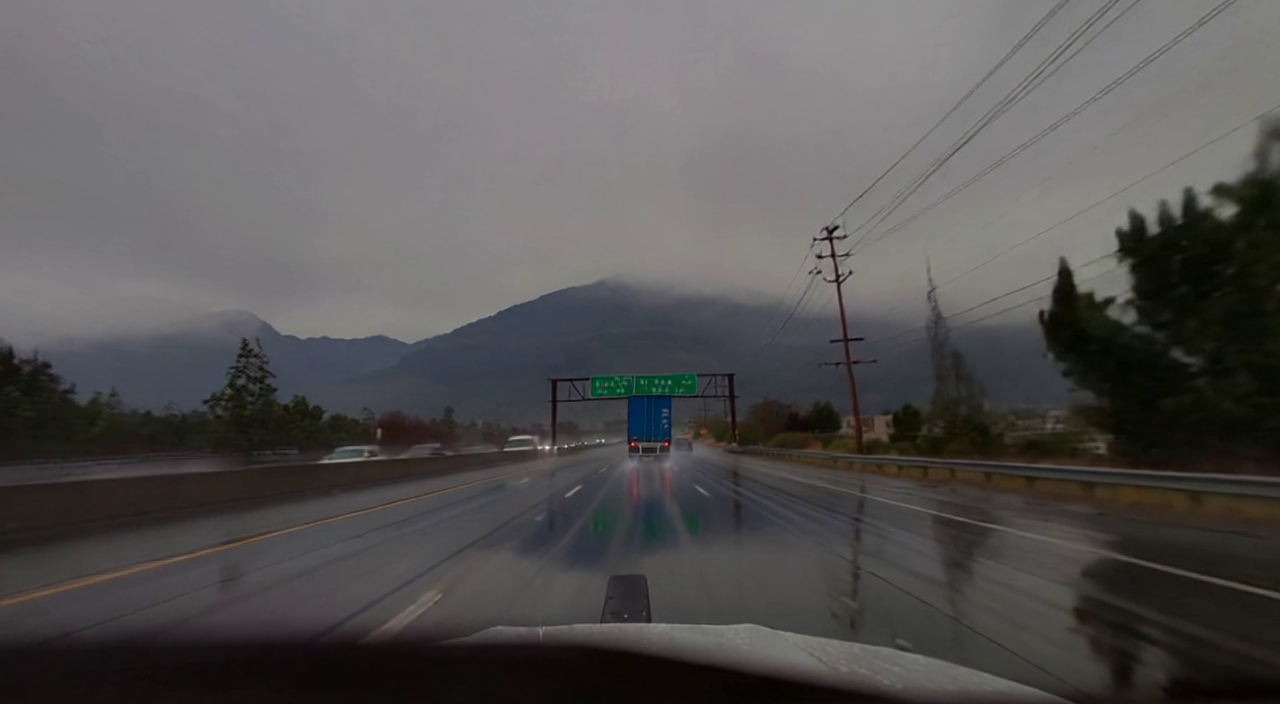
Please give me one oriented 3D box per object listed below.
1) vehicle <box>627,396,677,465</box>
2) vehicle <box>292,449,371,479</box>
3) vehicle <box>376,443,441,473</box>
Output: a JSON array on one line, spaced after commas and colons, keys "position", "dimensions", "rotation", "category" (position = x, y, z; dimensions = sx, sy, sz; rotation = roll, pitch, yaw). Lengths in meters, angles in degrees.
[{"position": [0.624, 5.475, 43.116], "dimensions": [2.919, 4.101, 11.541], "rotation": [0, -8, -1], "category": "vehicle"}, {"position": [-19.486, 7.057, 40.205], "dimensions": [1.863, 1.707, 6.295], "rotation": [0, -8, 0], "category": "vehicle"}, {"position": [-15.870, 7.243, 43.653], "dimensions": [2.118, 1.889, 6.262], "rotation": [0, -8, 0], "category": "vehicle"}]
